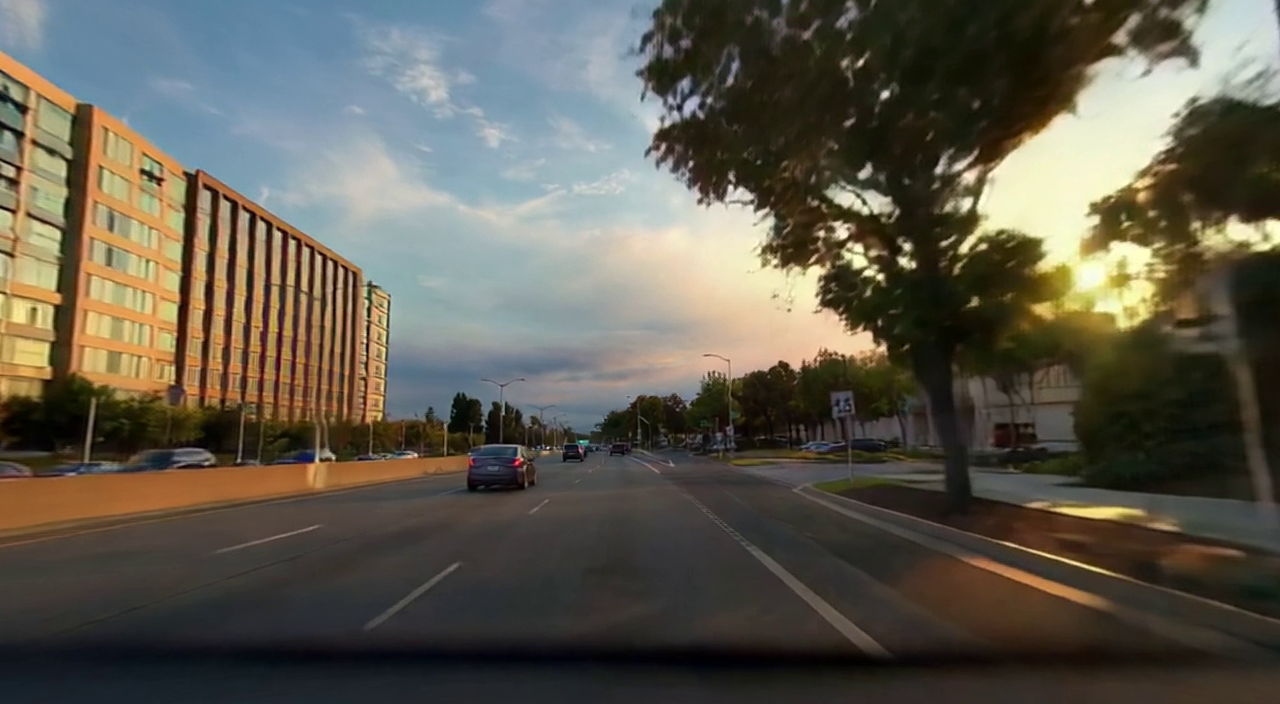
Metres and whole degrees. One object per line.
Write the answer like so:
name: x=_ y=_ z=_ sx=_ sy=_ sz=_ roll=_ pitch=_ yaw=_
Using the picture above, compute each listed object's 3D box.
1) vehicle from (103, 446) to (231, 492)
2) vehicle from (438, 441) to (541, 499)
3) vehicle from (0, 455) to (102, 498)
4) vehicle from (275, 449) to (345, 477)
vehicle: x=-19.996 y=4.916 z=27.006 sx=1.963 sy=1.765 sz=4.595 roll=0 pitch=-8 yaw=-1
vehicle: x=-4.208 y=3.350 z=18.457 sx=2.025 sy=1.474 sz=4.292 roll=0 pitch=-8 yaw=-1
vehicle: x=-27.110 y=5.486 z=28.258 sx=1.927 sy=1.645 sz=4.728 roll=0 pitch=-8 yaw=-1
vehicle: x=-20.178 y=6.782 z=38.806 sx=2.159 sy=1.613 sz=3.873 roll=0 pitch=-8 yaw=1
